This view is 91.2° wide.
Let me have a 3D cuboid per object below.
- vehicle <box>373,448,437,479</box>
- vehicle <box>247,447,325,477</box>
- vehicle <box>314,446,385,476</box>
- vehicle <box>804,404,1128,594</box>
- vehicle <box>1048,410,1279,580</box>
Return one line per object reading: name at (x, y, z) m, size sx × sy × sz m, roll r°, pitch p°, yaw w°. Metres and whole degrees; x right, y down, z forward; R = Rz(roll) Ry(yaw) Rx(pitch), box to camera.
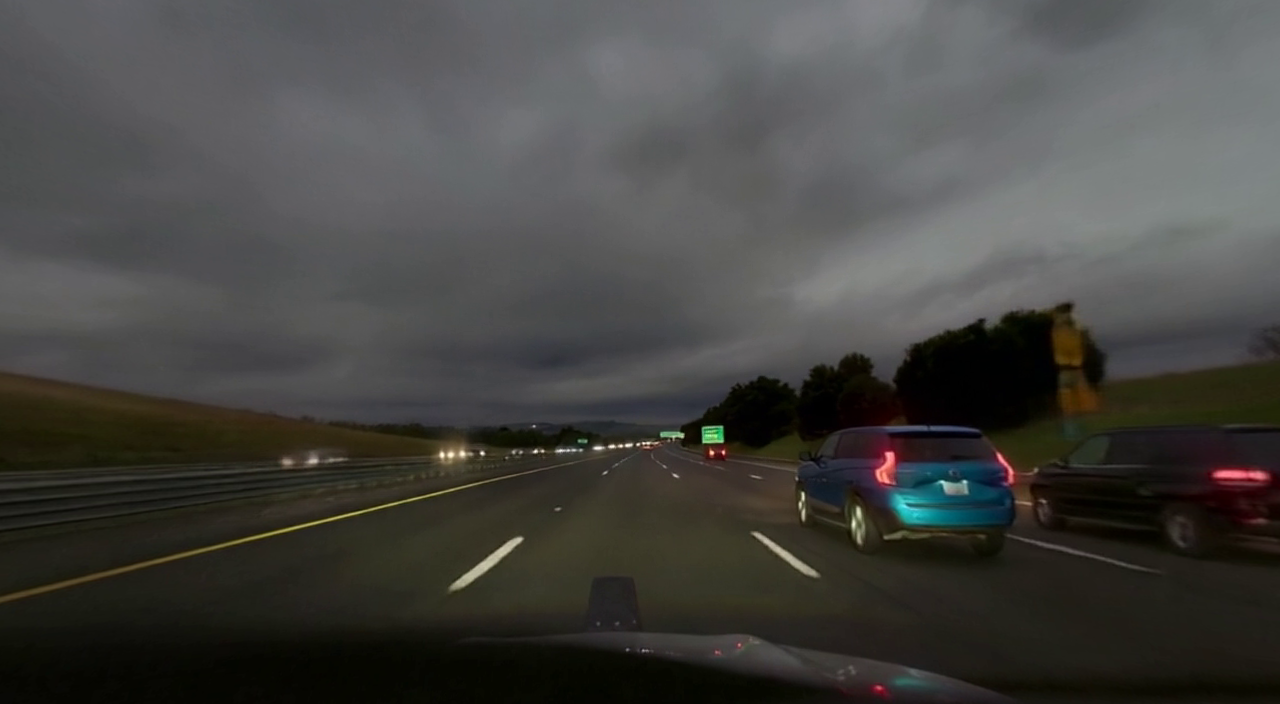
vehicle at (-11.040, 5.244, 29.707) m, size 1.608 × 1.362 × 3.878 m, roll 0°, pitch -9°, yaw -1°
vehicle at (-18.476, 5.732, 32.904) m, size 1.856 × 1.495 × 3.726 m, roll 0°, pitch -9°, yaw 0°
vehicle at (-14.821, 5.574, 32.219) m, size 1.718 × 1.435 × 3.986 m, roll 0°, pitch -9°, yaw 0°
vehicle at (3.572, 1.677, 7.934) m, size 1.784 × 1.733 × 4.141 m, roll 0°, pitch -9°, yaw -1°
vehicle at (7.756, 1.785, 8.383) m, size 1.898 × 1.798 × 3.805 m, roll 0°, pitch -9°, yaw -2°
